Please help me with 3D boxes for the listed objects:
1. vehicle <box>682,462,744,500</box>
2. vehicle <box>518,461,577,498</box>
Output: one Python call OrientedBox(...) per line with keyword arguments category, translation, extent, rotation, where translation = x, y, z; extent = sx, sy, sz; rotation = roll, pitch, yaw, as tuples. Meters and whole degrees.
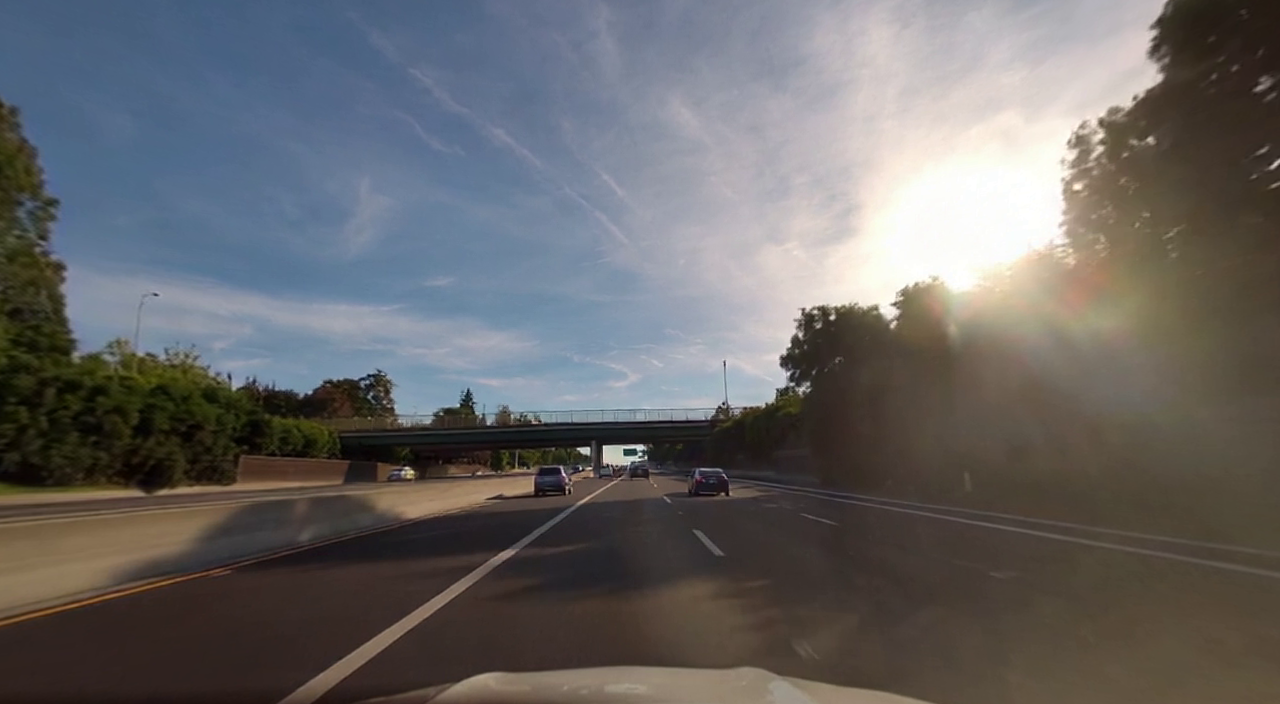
OrientedBox(category="vehicle", translation=(3.129, 5.662, 27.835), extent=(2.092, 1.518, 4.348), rotation=(1, -10, -2))
OrientedBox(category="vehicle", translation=(-3.992, 5.616, 27.871), extent=(1.975, 1.486, 3.903), rotation=(1, -10, 1))
